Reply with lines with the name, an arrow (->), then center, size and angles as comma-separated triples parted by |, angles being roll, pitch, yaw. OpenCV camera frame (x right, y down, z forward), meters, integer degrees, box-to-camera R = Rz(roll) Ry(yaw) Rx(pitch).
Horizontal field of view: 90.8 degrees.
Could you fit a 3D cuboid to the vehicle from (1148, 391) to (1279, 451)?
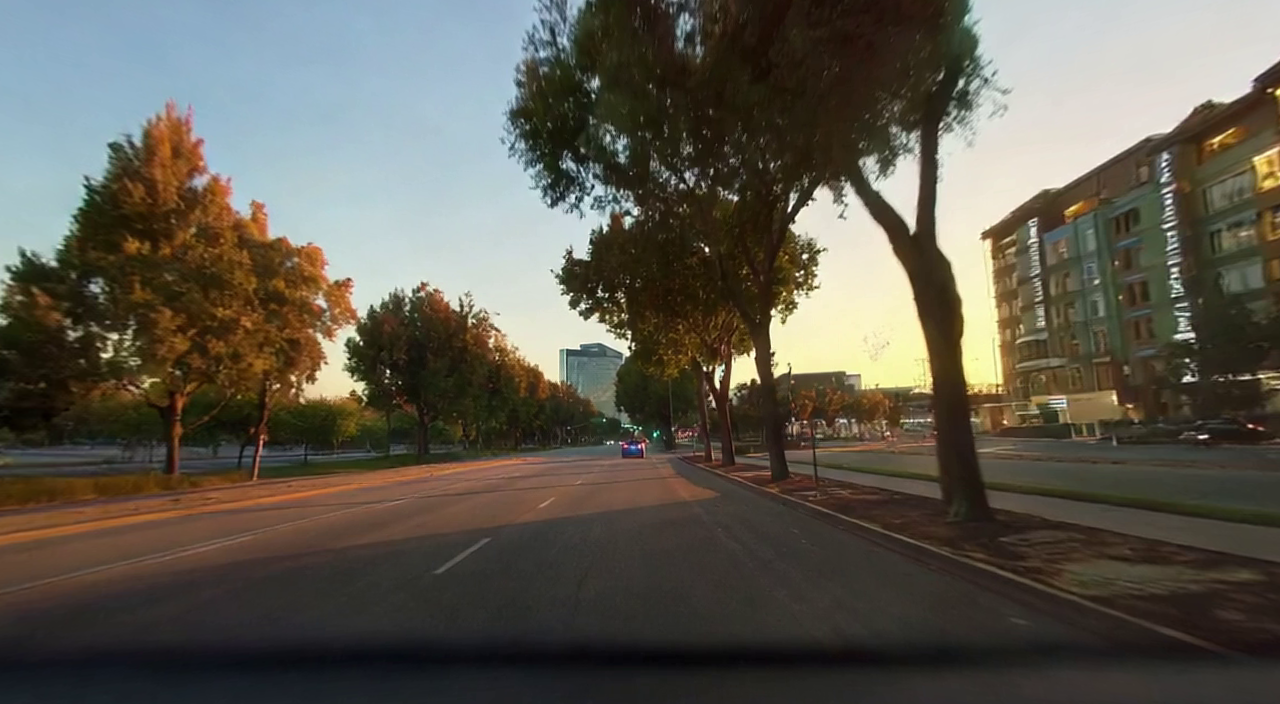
vehicle -> 30.123, 3.559, 32.476 | 5.760, 2.710, 2.321 | -2, -9, -2
